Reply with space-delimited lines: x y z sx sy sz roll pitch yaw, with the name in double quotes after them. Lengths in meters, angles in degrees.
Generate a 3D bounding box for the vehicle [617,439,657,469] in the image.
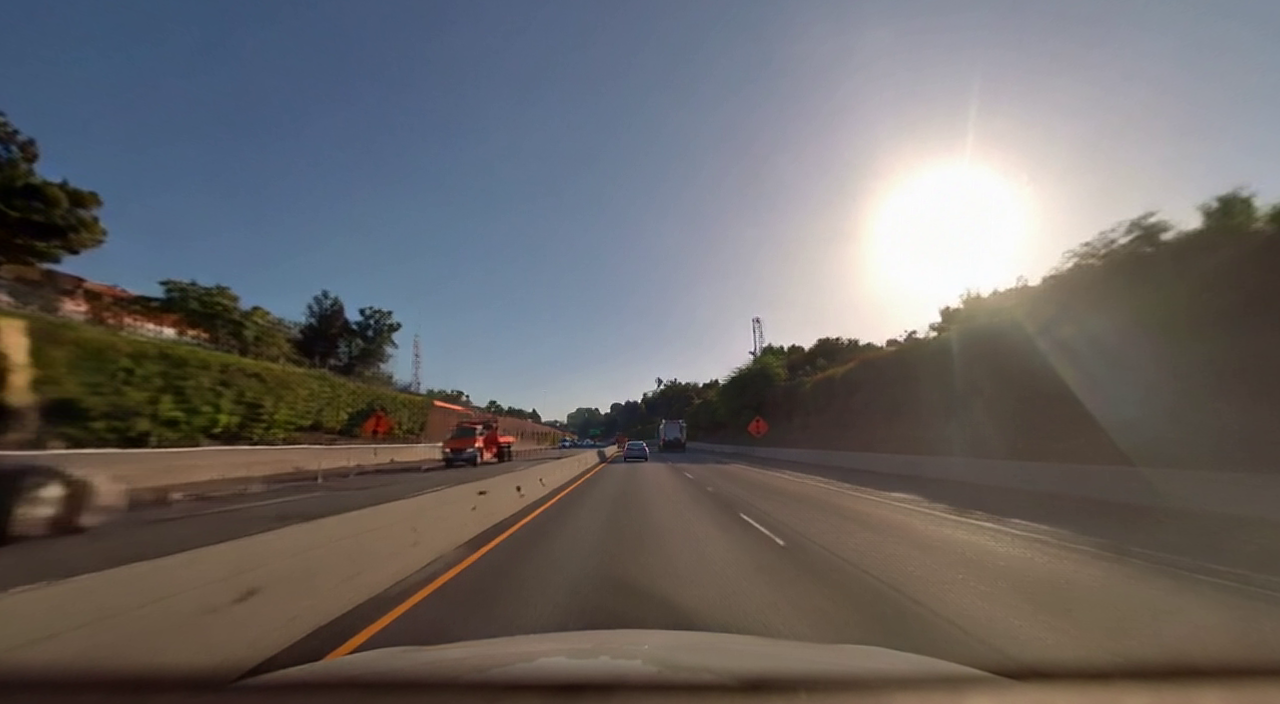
-0.147 5.314 32.976 2.004 1.472 4.075 0 -8 0 "vehicle"

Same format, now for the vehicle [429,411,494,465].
-12.804 6.274 45.492 2.949 3.613 5.682 0 -9 0 "vehicle"
